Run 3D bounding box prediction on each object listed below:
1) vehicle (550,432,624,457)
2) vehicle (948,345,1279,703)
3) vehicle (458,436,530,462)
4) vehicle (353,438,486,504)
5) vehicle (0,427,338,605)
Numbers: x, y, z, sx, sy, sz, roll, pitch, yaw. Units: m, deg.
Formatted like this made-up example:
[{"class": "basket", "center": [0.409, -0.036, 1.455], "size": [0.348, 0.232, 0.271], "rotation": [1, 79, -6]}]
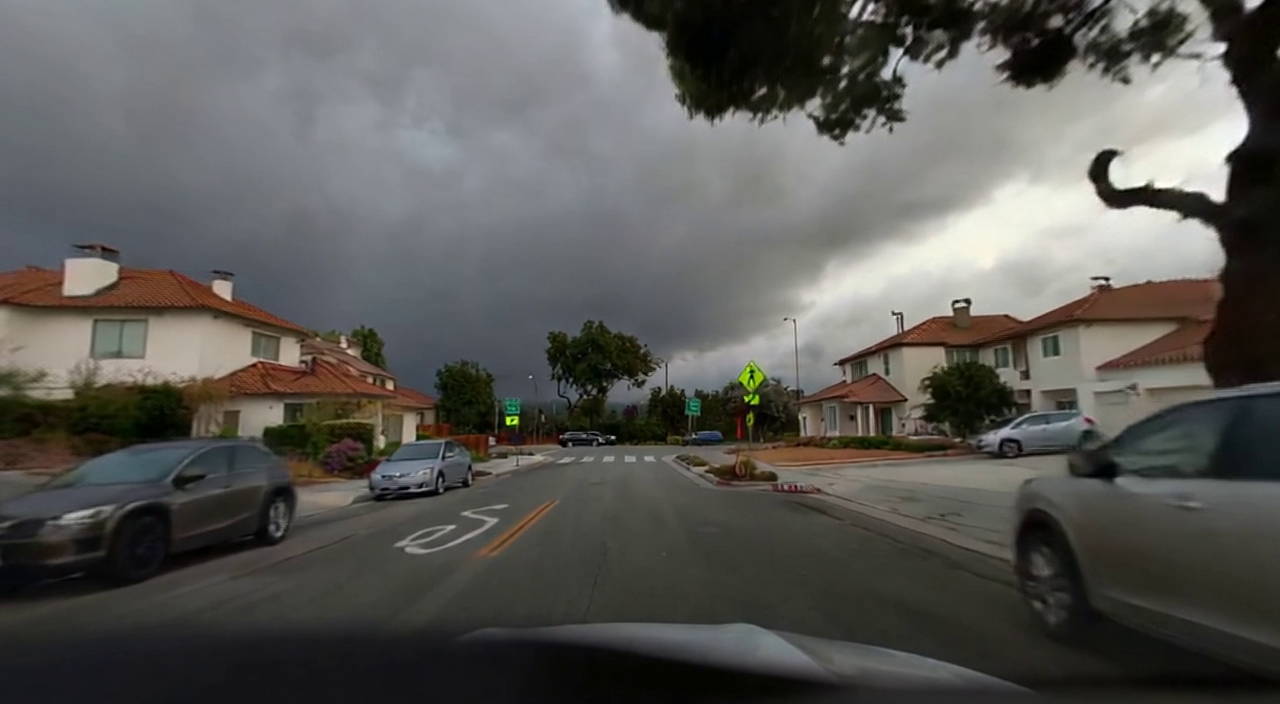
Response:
[{"class": "vehicle", "center": [-4.008, 7.028, 47.935], "size": [5.181, 1.768, 2.139], "rotation": [4, -9, -25]}, {"class": "vehicle", "center": [3.493, 0.863, 2.841], "size": [1.997, 1.663, 4.544], "rotation": [-1, -8, 2]}, {"class": "vehicle", "center": [-10.147, 6.733, 43.750], "size": [4.639, 1.700, 2.002], "rotation": [3, -9, -19]}, {"class": "vehicle", "center": [-5.467, 2.981, 16.270], "size": [1.919, 1.464, 4.155], "rotation": [0, -8, 0]}, {"class": "vehicle", "center": [-5.429, 1.697, 7.425], "size": [1.842, 1.540, 3.704], "rotation": [0, -8, 0]}]
